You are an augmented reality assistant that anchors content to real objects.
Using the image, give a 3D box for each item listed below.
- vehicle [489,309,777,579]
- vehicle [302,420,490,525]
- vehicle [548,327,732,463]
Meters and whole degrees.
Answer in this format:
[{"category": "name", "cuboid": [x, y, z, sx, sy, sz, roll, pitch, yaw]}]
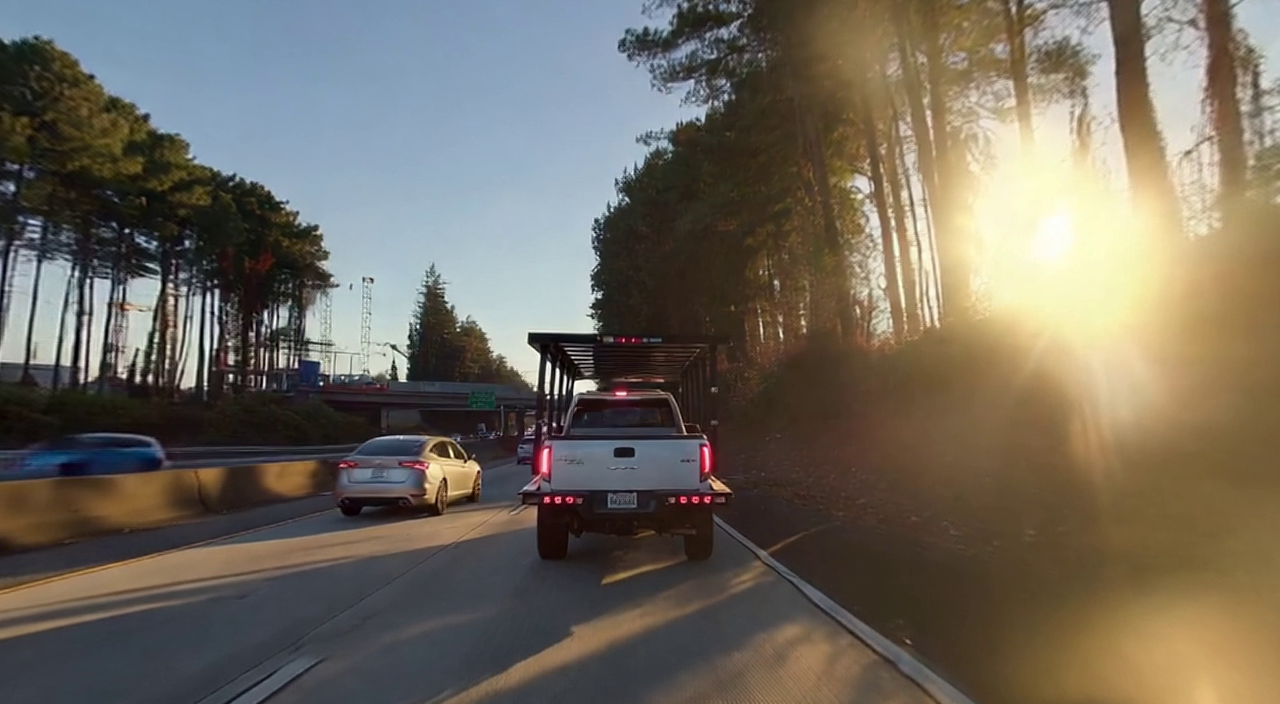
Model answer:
[{"category": "vehicle", "cuboid": [-0.266, 1.643, 11.363, 2.735, 2.597, 10.435, 0, -9, -2]}, {"category": "vehicle", "cuboid": [-4.465, 2.280, 12.506, 2.057, 1.665, 4.572, 0, -9, -2]}, {"category": "vehicle", "cuboid": [-0.114, 0.850, 9.821, 2.156, 1.604, 4.680, 0, -9, -3]}]
